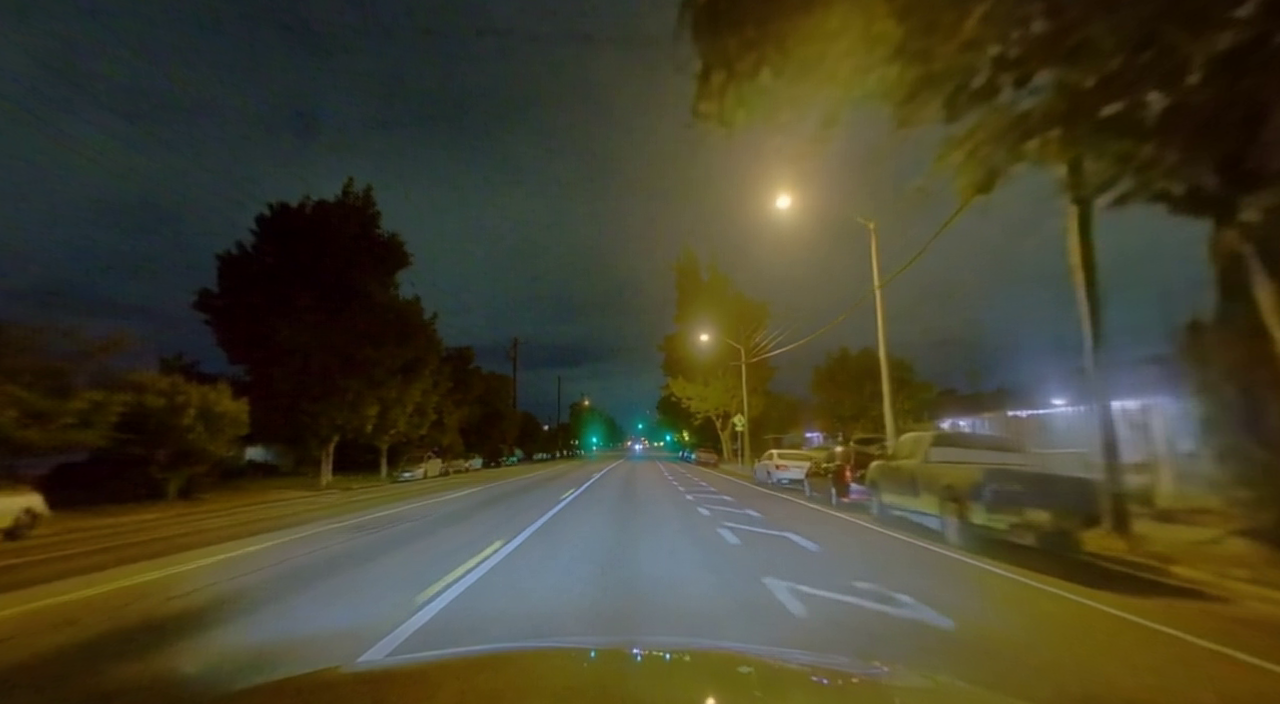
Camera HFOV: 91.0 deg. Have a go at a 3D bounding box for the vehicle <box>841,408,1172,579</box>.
[{"bbox_3d":[4.951,1.962,9.611,2.123,1.928,4.752,0,-8,0],"label":"vehicle"}]

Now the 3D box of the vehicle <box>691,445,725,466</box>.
[{"bbox_3d":[4.965,7.656,46.637,1.924,1.471,4.259,0,-8,-2],"label":"vehicle"}]

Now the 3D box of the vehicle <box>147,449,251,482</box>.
[{"bbox_3d":[-22.229,5.720,31.823,3.745,1.598,1.927,1,-8,-3],"label":"vehicle"}]

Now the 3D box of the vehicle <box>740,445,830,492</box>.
[{"bbox_3d":[5.025,4.080,22.496,2.022,1.464,4.462,0,-8,-2],"label":"vehicle"}]

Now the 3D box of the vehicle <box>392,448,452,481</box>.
[{"bbox_3d":[-12.391,6.408,36.042,1.999,1.650,4.381,-3,-9,-1],"label":"vehicle"}]
